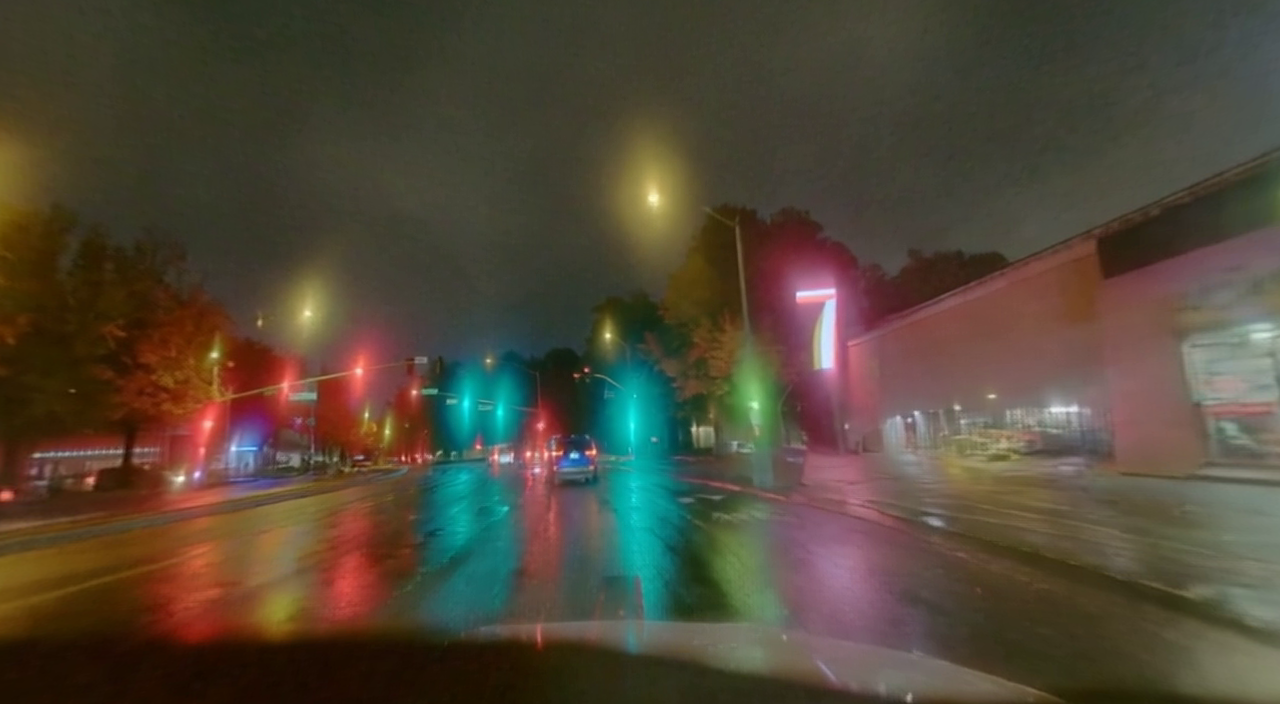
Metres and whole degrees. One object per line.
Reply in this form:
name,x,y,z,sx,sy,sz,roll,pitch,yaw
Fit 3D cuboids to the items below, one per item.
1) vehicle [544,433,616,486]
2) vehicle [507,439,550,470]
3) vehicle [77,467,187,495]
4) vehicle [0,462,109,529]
vehicle,-2.274,3.867,22.979,2.227,1.733,3.930,1,-9,-10
vehicle,-7.598,6.885,42.729,2.067,1.947,4.628,3,-9,-19
vehicle,-31.865,8.099,39.817,4.804,1.544,2.244,3,-9,-20
vehicle,-16.698,3.705,16.466,2.071,1.506,4.604,1,-8,-7
